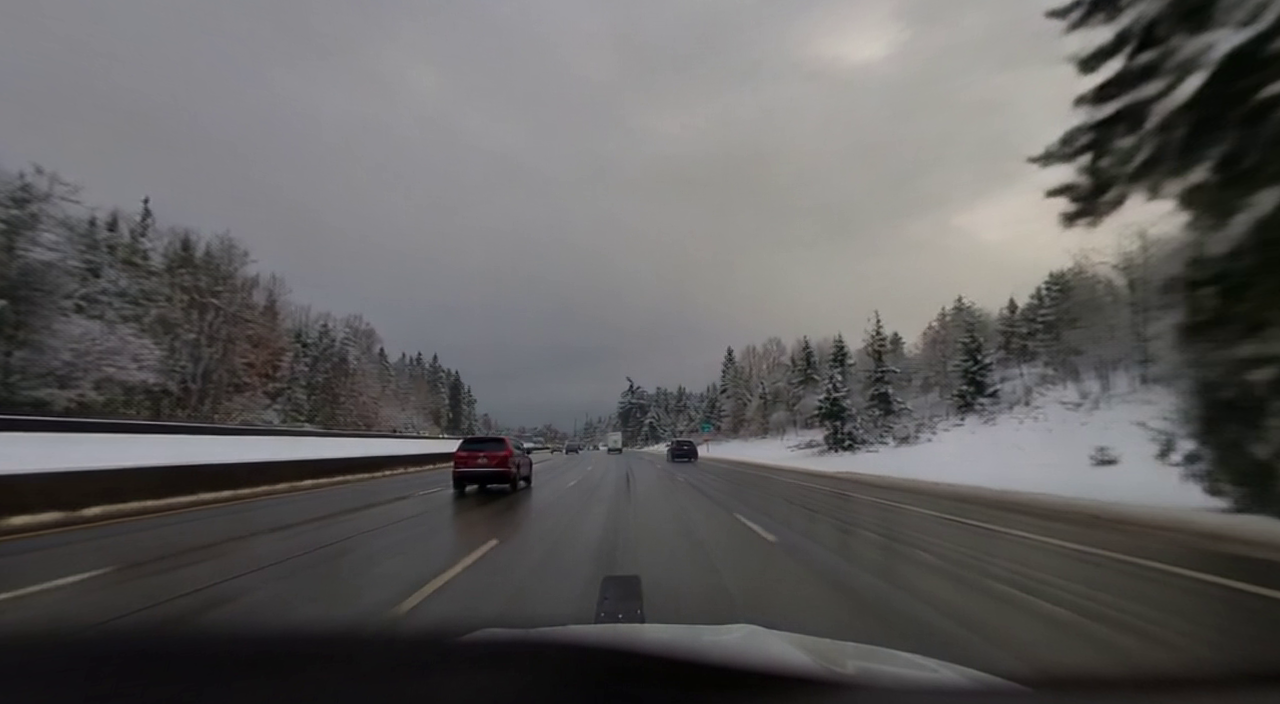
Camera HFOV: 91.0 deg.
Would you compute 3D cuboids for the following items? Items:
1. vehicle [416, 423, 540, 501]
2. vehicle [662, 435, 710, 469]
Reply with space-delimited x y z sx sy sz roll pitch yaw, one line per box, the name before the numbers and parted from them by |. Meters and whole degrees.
vehicle | -3.882 2.728 15.924 2.002 1.680 4.301 0 -9 0
vehicle | 2.418 5.425 34.080 2.053 1.698 4.097 1 -9 -3
